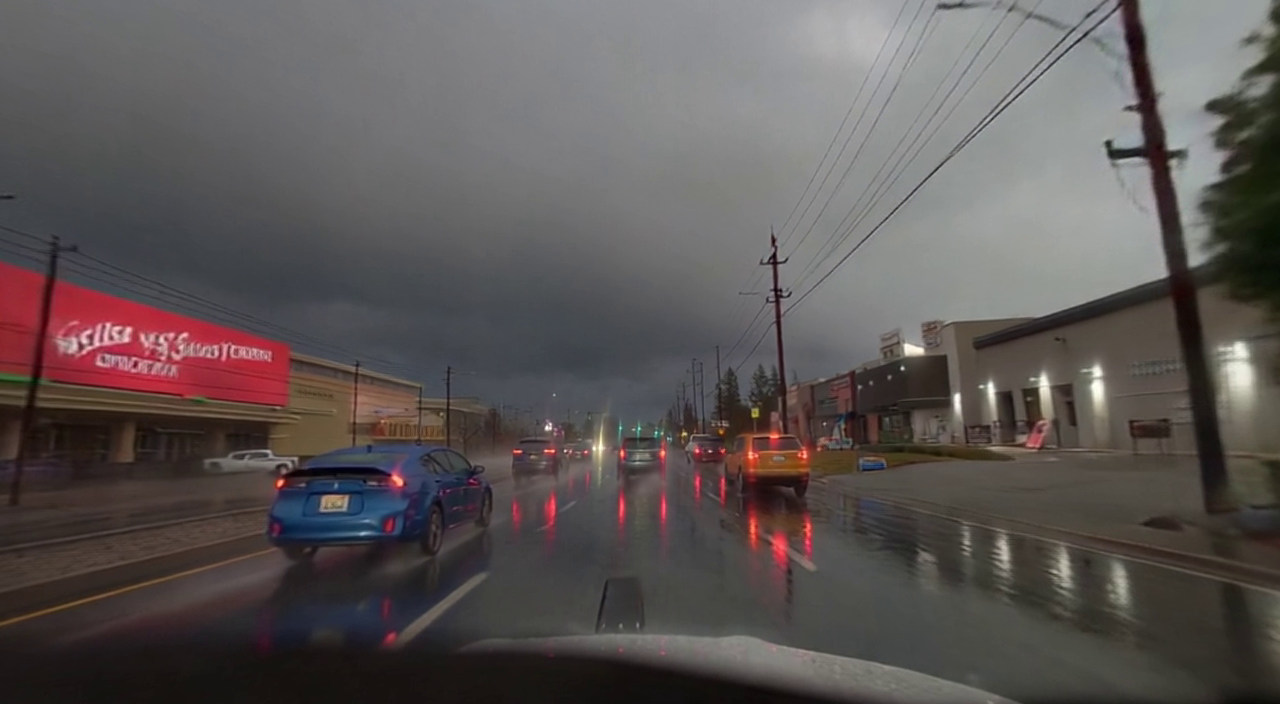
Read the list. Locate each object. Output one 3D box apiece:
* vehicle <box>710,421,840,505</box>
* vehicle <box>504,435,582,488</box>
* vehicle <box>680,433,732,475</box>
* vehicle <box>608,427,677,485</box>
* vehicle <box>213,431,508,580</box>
[{"bbox_3d":[3.334,2.869,16.800,2.282,1.897,4.915,0,-8,-1],"label":"vehicle"},{"bbox_3d":[-3.227,3.728,21.838,2.051,1.671,3.861,0,-8,0],"label":"vehicle"},{"bbox_3d":[3.184,5.000,31.287,2.026,1.904,4.102,0,-8,-2],"label":"vehicle"},{"bbox_3d":[0.065,3.820,23.394,2.326,1.925,4.253,0,-8,-1],"label":"vehicle"},{"bbox_3d":[-3.322,1.890,8.732,2.022,1.498,4.471,0,-8,0],"label":"vehicle"}]
